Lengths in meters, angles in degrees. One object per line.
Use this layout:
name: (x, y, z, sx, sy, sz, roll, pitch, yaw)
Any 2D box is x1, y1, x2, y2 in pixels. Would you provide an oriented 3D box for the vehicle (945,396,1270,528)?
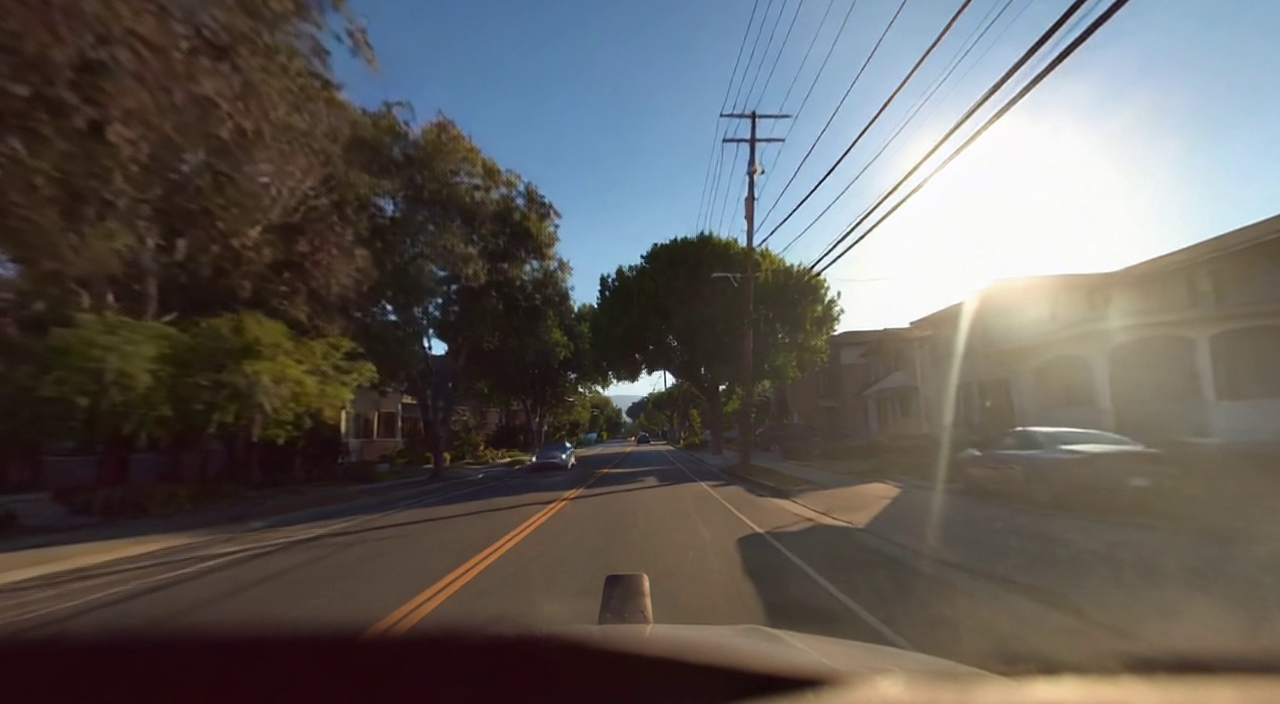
vehicle: (7.095, 1.735, 10.382, 2.071, 1.510, 4.418, -6, -8, 4)

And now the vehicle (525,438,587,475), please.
vehicle: (-3.632, 4.584, 27.956, 2.028, 1.488, 4.392, 0, -8, 1)

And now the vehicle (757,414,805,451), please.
vehicle: (7.904, 4.571, 35.650, 1.878, 1.743, 4.556, -6, -9, 4)
